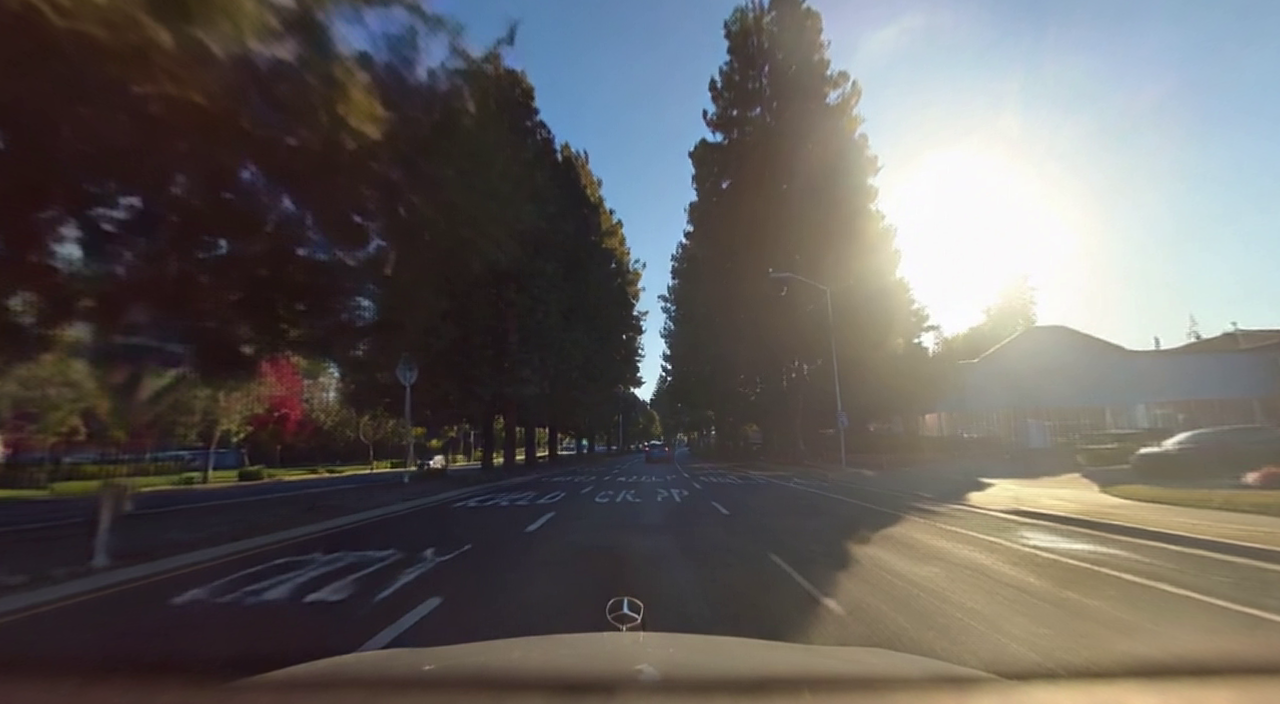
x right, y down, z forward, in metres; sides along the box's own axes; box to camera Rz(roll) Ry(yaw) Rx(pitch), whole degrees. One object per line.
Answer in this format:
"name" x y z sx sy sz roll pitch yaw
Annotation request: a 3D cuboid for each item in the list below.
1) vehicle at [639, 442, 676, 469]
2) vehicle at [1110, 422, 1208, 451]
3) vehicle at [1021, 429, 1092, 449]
"vehicle" 1.046 6.334 38.553 2.144 1.505 4.128 -1 -9 1
"vehicle" 31.521 5.181 38.213 4.051 1.475 1.949 -3 -9 2
"vehicle" 32.182 6.762 48.533 4.002 1.501 2.000 0 -9 0
